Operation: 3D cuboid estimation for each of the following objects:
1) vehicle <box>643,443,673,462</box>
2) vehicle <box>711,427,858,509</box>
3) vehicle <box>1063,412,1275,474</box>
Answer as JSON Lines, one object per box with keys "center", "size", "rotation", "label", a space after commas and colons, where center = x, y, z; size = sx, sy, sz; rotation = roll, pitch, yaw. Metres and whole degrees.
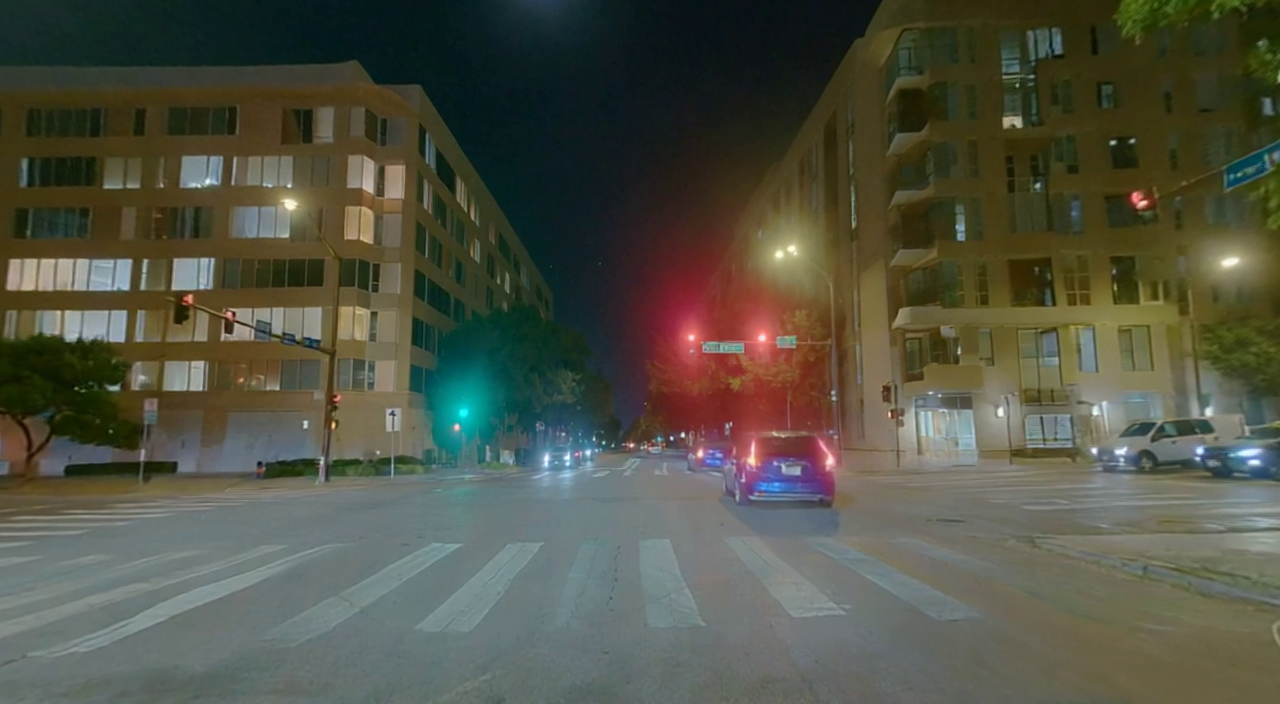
{"center": [1.352, 7.828, 49.278], "size": [2.040, 1.421, 4.550], "rotation": [0, -8, -3], "label": "vehicle"}
{"center": [2.882, 2.436, 13.699], "size": [2.039, 1.470, 4.355], "rotation": [0, -8, -2], "label": "vehicle"}
{"center": [16.912, 2.939, 20.402], "size": [4.802, 1.860, 2.146], "rotation": [0, -8, 1], "label": "vehicle"}
